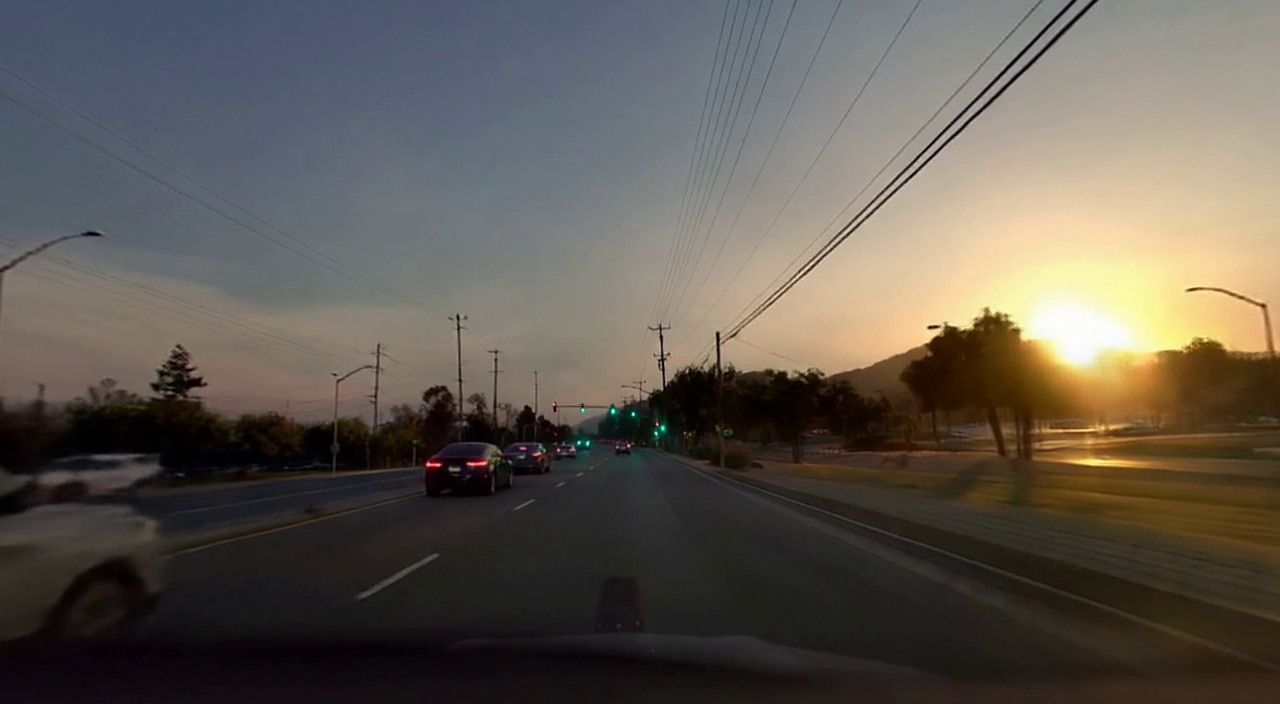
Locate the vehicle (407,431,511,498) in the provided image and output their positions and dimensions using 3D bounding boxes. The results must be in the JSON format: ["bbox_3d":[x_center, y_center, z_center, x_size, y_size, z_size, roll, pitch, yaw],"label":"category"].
[{"bbox_3d":[-5.083,3.221,18.399,2.041,1.698,4.094,0,-9,-4],"label":"vehicle"}]

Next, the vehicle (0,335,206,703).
[{"bbox_3d":[-3.910,0.692,1.805,2.189,1.807,4.467,0,-9,-1],"label":"vehicle"}]

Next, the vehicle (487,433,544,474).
[{"bbox_3d":[-6.097,5.033,31.530,2.337,1.862,4.924,1,-9,-6],"label":"vehicle"}]
